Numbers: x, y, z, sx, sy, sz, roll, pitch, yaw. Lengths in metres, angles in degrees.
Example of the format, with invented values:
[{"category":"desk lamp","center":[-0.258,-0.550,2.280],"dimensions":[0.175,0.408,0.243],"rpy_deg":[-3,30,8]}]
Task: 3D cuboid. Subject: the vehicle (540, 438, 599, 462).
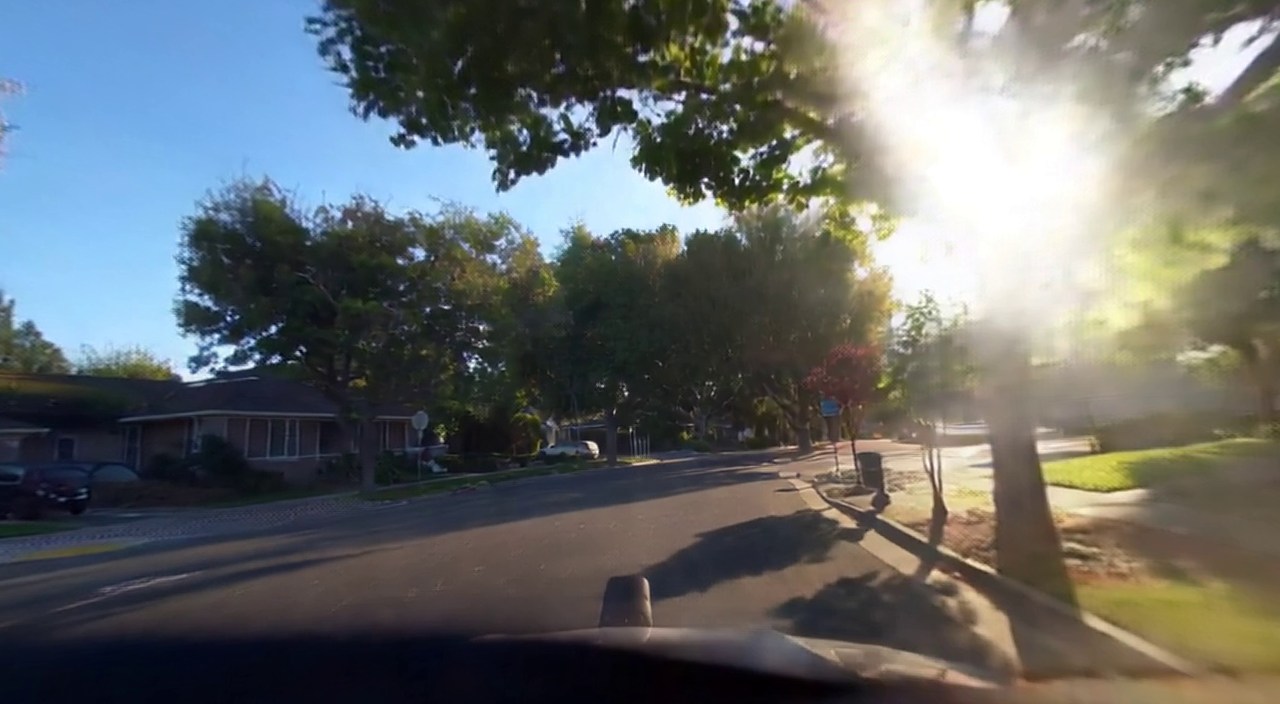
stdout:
[{"category":"vehicle","center":[-5.293,7.360,47.583],"dimensions":[4.252,1.681,1.854],"rpy_deg":[2,-7,-5]}]
